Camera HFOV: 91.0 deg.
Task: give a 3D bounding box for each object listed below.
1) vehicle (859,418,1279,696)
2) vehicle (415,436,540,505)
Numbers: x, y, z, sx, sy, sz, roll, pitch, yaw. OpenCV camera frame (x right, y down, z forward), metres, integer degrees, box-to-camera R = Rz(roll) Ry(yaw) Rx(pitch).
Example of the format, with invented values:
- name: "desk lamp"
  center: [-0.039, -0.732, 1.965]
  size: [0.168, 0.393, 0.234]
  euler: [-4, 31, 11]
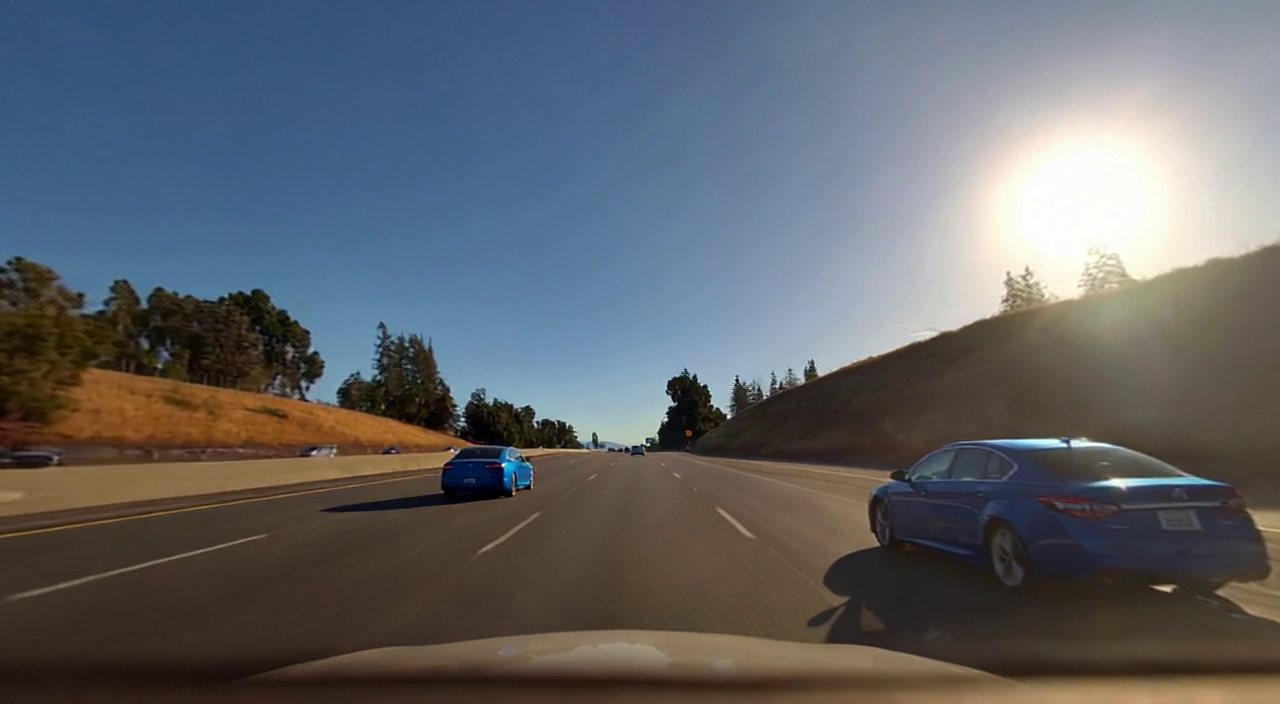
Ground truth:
- name: "vehicle"
  center: [3.960, 1.462, 5.859]
  size: [2.049, 1.481, 4.774]
  euler: [0, -8, -1]
- name: "vehicle"
  center: [-3.956, 2.963, 16.237]
  size: [1.987, 1.516, 4.478]
  euler: [0, -8, 1]
